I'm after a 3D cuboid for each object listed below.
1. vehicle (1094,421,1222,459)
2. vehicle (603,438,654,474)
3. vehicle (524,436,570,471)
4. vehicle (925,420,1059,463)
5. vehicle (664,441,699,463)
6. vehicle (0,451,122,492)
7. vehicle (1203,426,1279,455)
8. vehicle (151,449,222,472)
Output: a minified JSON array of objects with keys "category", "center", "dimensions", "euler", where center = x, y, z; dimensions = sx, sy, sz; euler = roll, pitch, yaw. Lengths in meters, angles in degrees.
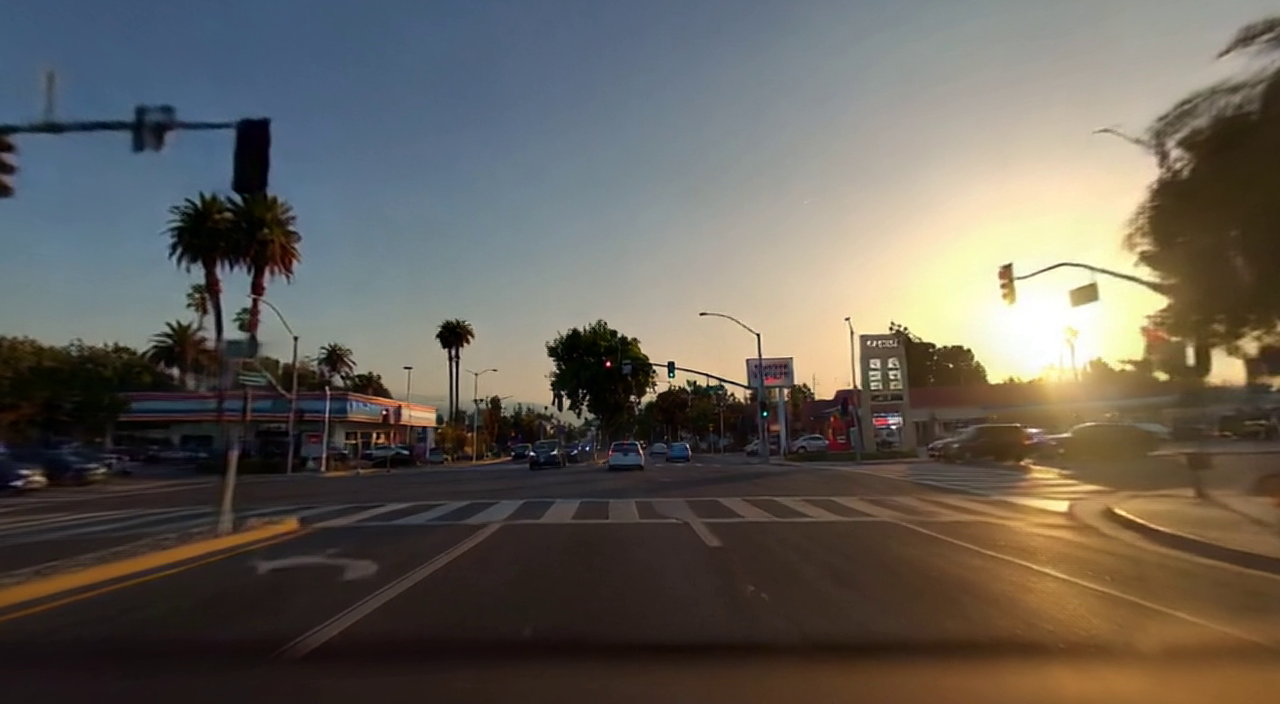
[{"category":"vehicle","center":[25.050,4.268,30.699],"dimensions":[4.473,1.751,1.909],"euler":[0,-8,-1]},{"category":"vehicle","center":[-0.543,4.745,29.150],"dimensions":[2.160,1.508,4.319],"euler":[0,-8,-1]},{"category":"vehicle","center":[-5.300,5.809,36.567],"dimensions":[2.032,1.747,4.479],"euler":[-2,-7,-1]},{"category":"vehicle","center":[17.066,4.382,30.908],"dimensions":[5.173,1.976,2.223],"euler":[0,-8,0]},{"category":"vehicle","center":[2.877,7.008,44.538],"dimensions":[2.060,1.471,4.168],"euler":[0,-8,-2]},{"category":"vehicle","center":[-25.784,5.181,27.577],"dimensions":[4.599,1.648,2.098],"euler":[-1,-8,1]},{"category":"vehicle","center":[33.178,4.775,34.161],"dimensions":[3.696,1.532,1.927],"euler":[0,-8,-1]},{"category":"vehicle","center":[-33.854,8.085,47.377],"dimensions":[1.913,1.638,4.553],"euler":[0,-8,1]}]
